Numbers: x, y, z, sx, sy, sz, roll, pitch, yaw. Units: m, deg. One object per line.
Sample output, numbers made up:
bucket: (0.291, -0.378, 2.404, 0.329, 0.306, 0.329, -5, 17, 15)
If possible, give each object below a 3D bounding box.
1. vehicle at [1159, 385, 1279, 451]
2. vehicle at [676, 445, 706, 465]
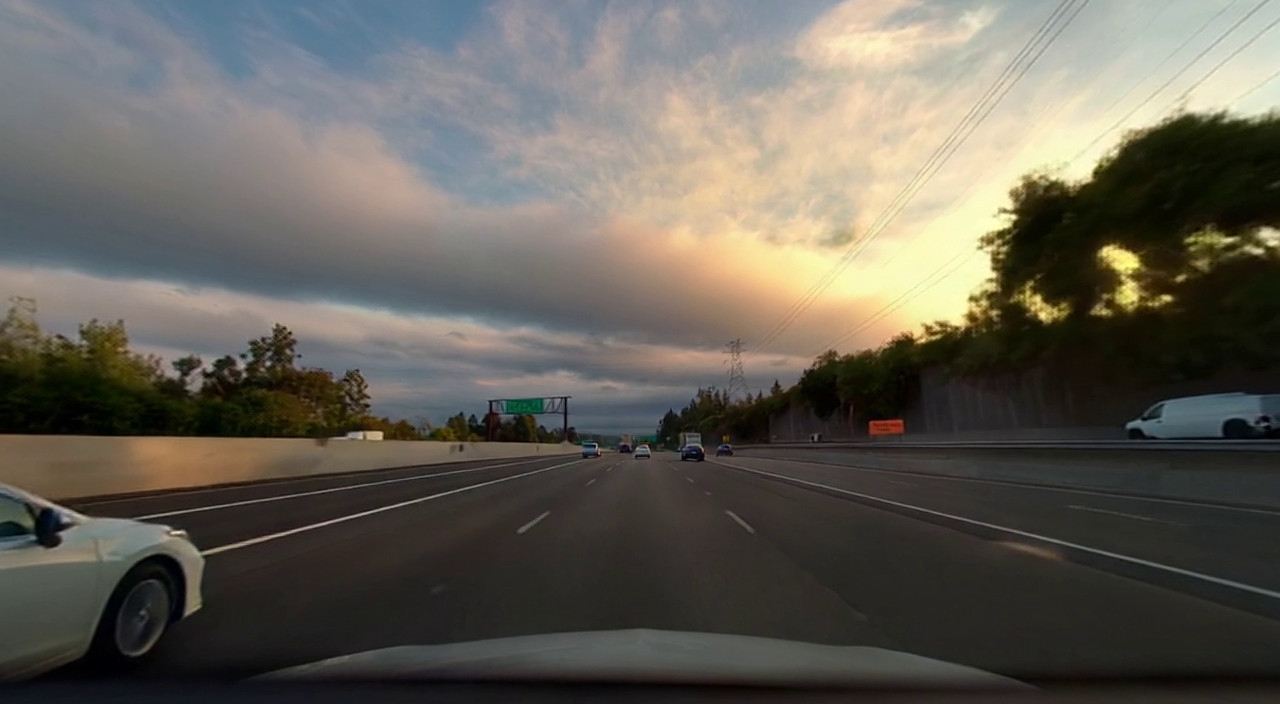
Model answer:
vehicle: (42.069, 4.382, 41.165, 2.955, 4.183, 15.830, 0, -9, 0)
vehicle: (3.938, 8.069, 49.419, 2.076, 1.506, 4.050, 0, -9, 0)
